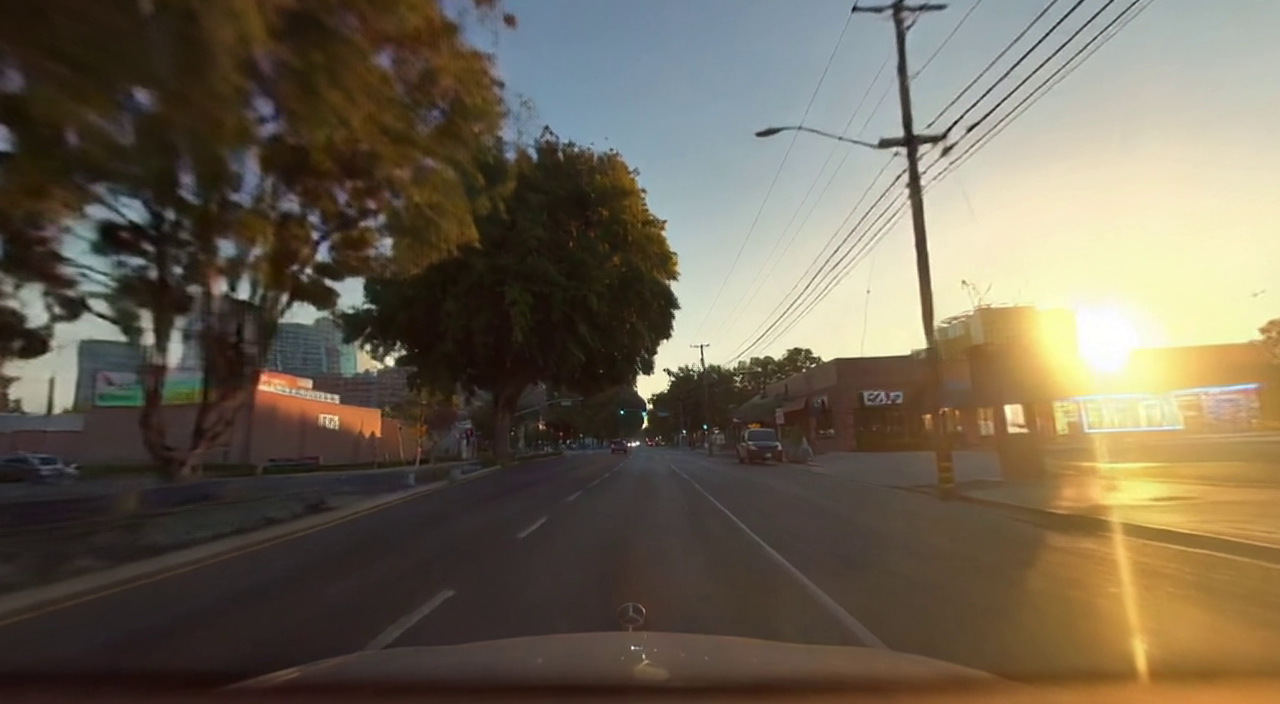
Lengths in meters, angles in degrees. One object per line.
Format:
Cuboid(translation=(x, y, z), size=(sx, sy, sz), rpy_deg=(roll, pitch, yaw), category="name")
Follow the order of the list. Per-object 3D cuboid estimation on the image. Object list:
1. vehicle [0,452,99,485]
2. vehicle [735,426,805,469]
Cuboid(translation=(-36.972, 7.166, 39.141), size=(2.112, 1.854, 5.033), rpy_deg=(0, -8, 2), category="vehicle")
Cuboid(translation=(7.561, 5.677, 37.649), size=(2.764, 2.327, 6.492), rpy_deg=(0, -8, 0), category="vehicle")
